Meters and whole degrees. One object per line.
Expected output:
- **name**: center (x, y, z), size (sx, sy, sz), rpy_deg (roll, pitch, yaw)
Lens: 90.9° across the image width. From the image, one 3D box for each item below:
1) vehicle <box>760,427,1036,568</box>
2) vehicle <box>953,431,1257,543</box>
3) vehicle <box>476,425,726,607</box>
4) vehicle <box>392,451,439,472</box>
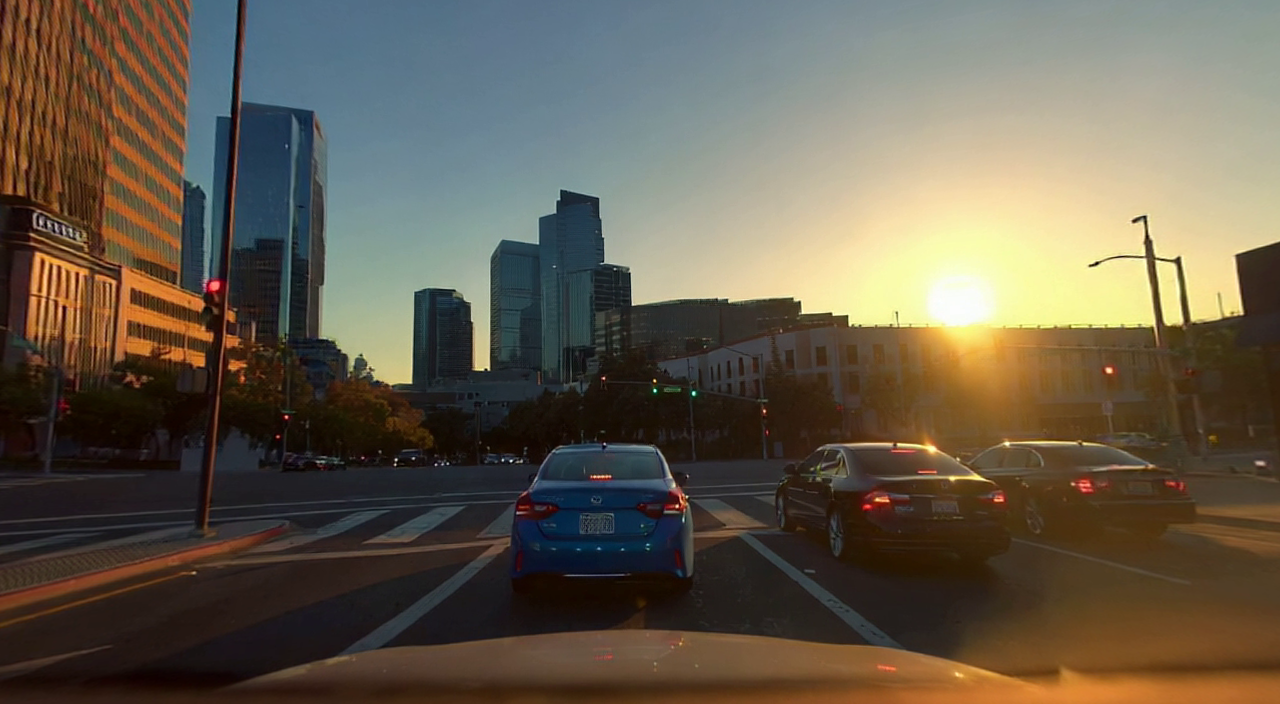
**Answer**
- **vehicle**: center (3.214, 1.887, 8.970), size (2.042, 1.508, 4.109), rpy_deg (0, -8, -2)
- **vehicle**: center (7.443, 2.164, 10.787), size (1.908, 1.517, 4.182), rpy_deg (0, -8, -1)
- **vehicle**: center (-0.369, 1.653, 7.287), size (2.059, 1.477, 3.988), rpy_deg (0, -8, -1)
- **vehicle**: center (-17.141, 8.335, 48.373), size (2.048, 1.463, 4.530), rpy_deg (0, -8, -1)
